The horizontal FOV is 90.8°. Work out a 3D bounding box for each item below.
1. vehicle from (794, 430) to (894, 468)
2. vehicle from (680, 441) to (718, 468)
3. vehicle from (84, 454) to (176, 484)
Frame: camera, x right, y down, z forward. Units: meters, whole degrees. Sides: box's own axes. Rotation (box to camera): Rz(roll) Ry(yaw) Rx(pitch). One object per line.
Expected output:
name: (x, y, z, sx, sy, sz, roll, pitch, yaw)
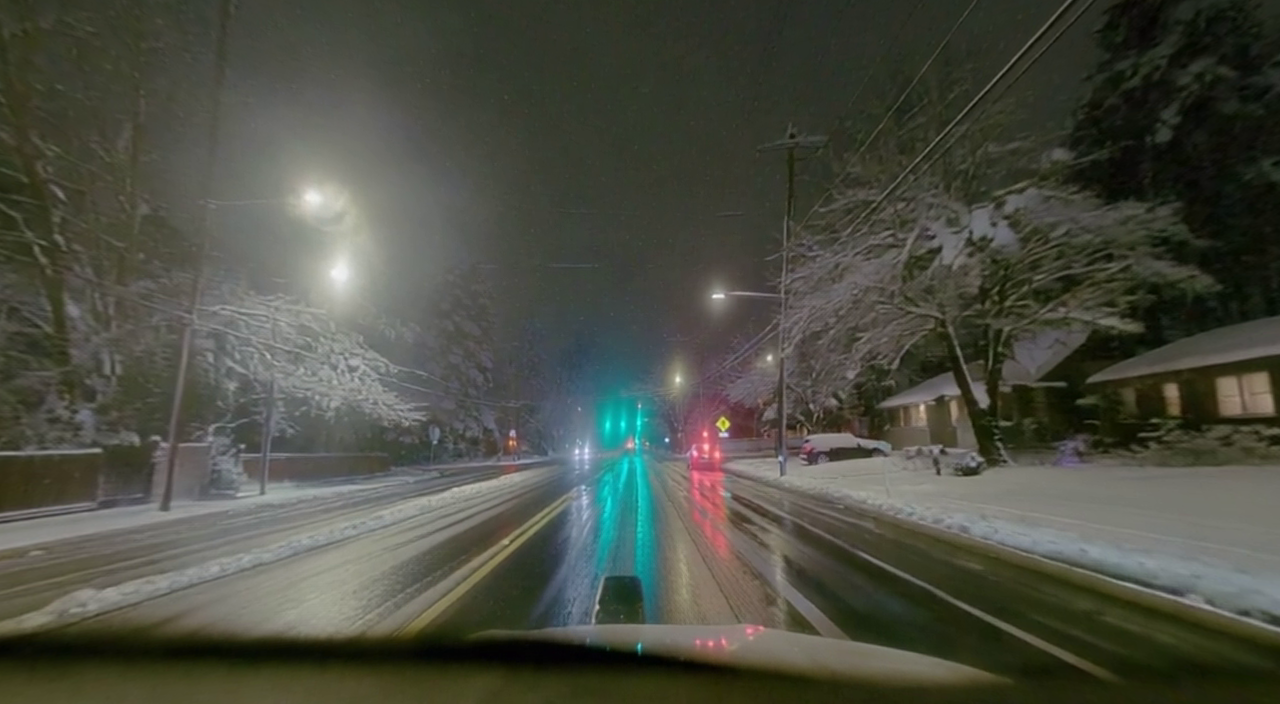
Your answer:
vehicle: (10.205, 4.859, 31.551, 4.434, 1.730, 2.081, -5, -9, 24)
vehicle: (3.813, 6.696, 41.258, 1.900, 1.661, 4.346, 0, -9, -2)
vehicle: (-35.542, 8.134, 44.263, 1.986, 1.854, 5.454, 0, -8, -1)
